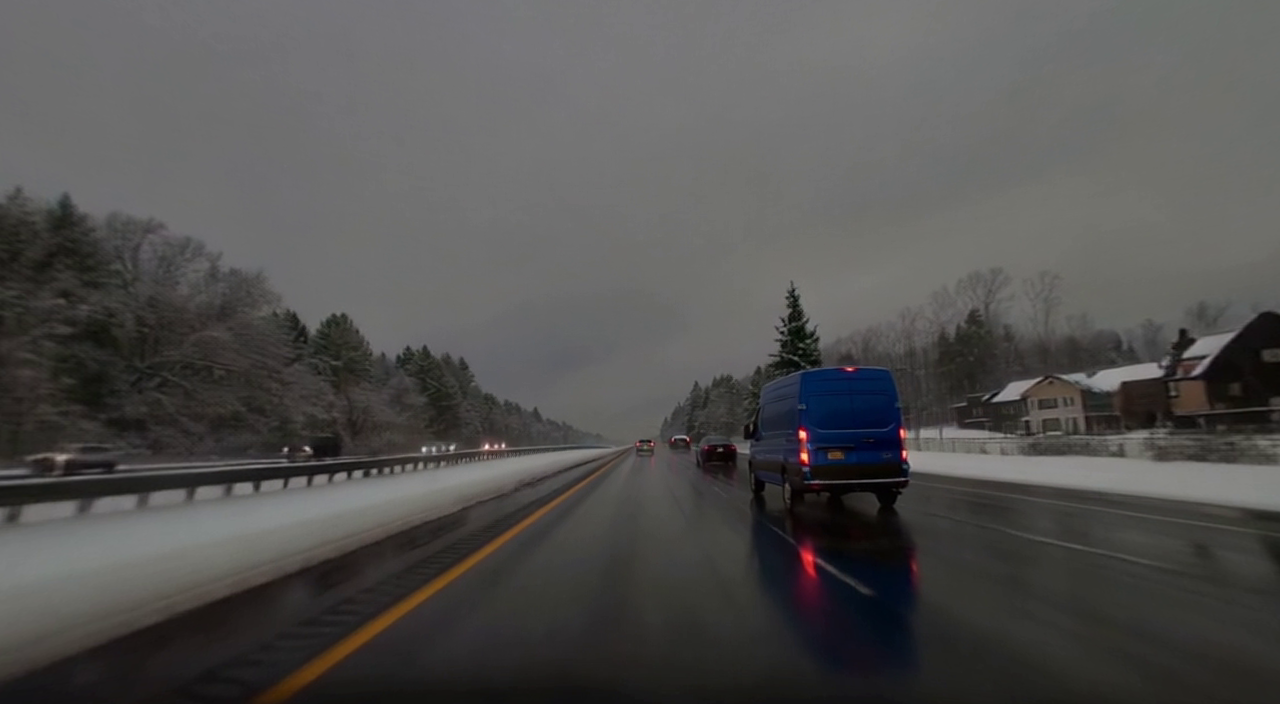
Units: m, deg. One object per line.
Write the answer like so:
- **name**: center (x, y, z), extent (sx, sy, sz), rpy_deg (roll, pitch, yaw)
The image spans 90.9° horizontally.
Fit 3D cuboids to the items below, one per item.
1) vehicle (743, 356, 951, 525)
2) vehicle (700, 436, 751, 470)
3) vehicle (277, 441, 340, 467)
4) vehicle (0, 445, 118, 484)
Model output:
- **vehicle**: center (3.742, 1.817, 12.983), extent (2.302, 2.670, 5.912), rpy_deg (0, -8, 1)
- **vehicle**: center (4.460, 5.330, 33.428), extent (2.034, 1.651, 4.342), rpy_deg (0, -8, -1)
- **vehicle**: center (-24.140, 7.451, 46.143), extent (2.018, 1.758, 4.587), rpy_deg (0, -8, 1)
- **vehicle**: center (-28.336, 5.382, 30.601), extent (2.020, 1.725, 4.561), rpy_deg (0, -8, 1)
